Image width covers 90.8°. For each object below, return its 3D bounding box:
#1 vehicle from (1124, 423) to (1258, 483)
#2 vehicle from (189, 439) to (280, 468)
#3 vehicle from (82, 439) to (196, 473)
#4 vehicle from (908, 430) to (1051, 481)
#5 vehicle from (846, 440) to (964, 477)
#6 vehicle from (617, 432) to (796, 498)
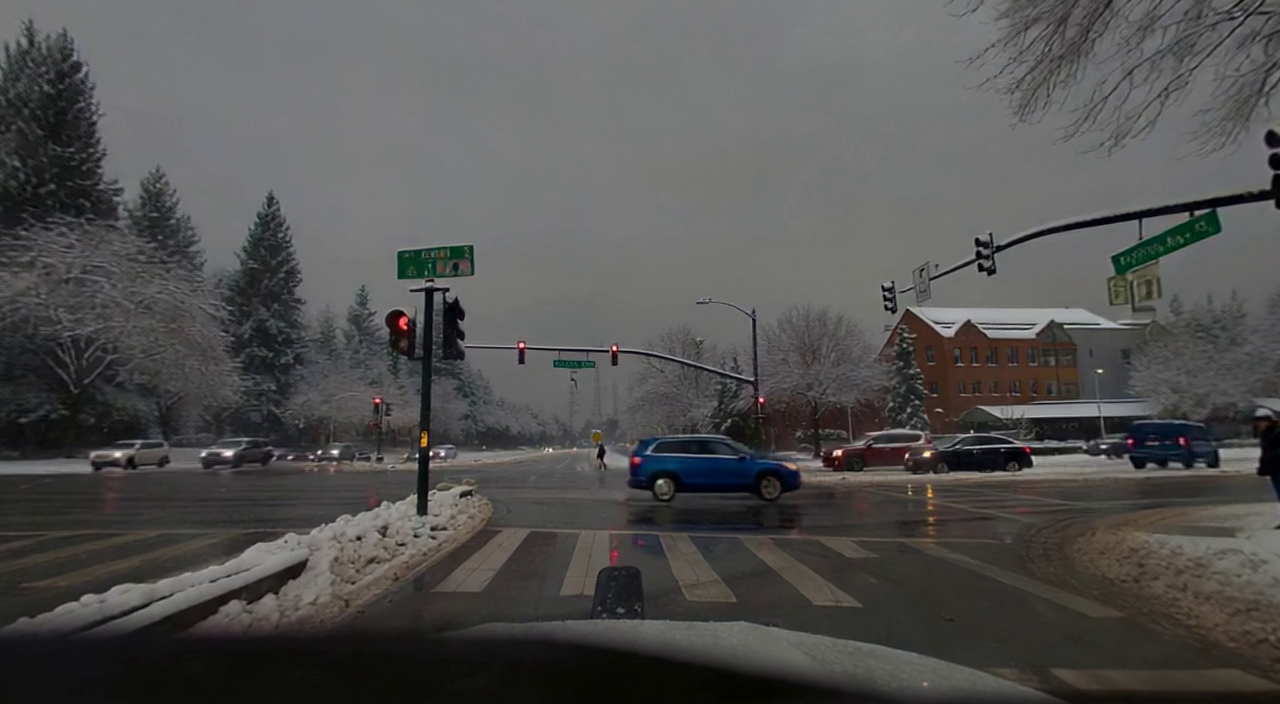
[{"bbox_3d":[18.663,3.383,21.351,4.509,1.821,2.066,5,-10,-33],"label":"vehicle"},{"bbox_3d":[-27.828,6.970,43.660,2.388,1.858,6.056,0,-8,-2],"label":"vehicle"},{"bbox_3d":[-31.195,6.463,39.693,2.456,1.961,5.978,0,-8,-3],"label":"vehicle"},{"bbox_3d":[12.911,3.917,24.066,4.742,1.762,2.180,3,-9,-22],"label":"vehicle"},{"bbox_3d":[11.507,4.612,27.551,4.317,1.491,1.896,2,-9,-11],"label":"vehicle"},{"bbox_3d":[1.715,2.896,16.400,4.312,1.540,2.007,-1,-8,8],"label":"vehicle"}]
